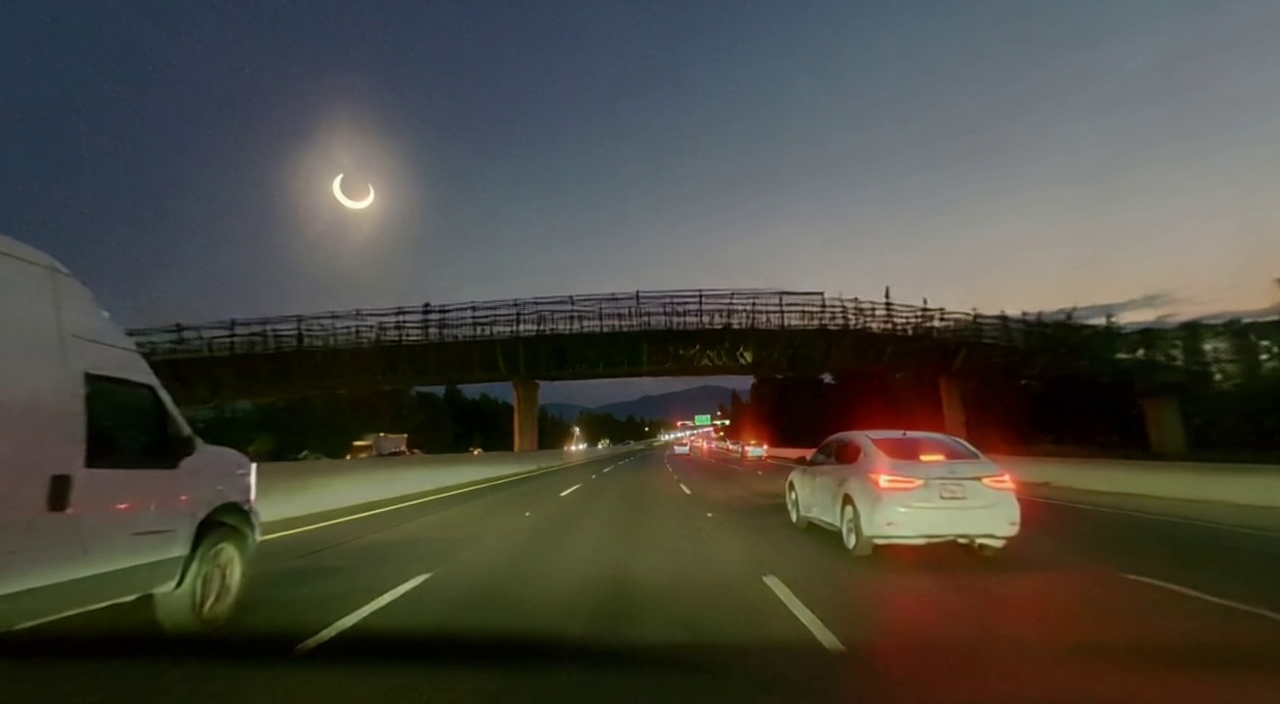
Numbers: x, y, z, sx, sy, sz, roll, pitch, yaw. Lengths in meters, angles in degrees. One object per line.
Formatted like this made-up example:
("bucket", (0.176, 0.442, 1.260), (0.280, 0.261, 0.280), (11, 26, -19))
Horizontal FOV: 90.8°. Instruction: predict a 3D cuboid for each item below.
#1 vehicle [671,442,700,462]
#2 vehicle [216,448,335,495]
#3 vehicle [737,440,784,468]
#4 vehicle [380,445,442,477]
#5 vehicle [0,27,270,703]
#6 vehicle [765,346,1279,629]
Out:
("vehicle", (3.506, 7.796, 49.203), (1.981, 1.471, 4.342), (-1, -9, 1))
("vehicle", (-14.794, 4.845, 26.015), (1.964, 1.745, 4.574), (-1, -9, 3))
("vehicle", (7.070, 6.053, 37.473), (1.989, 1.529, 4.375), (-1, -9, 0))
("vehicle", (-17.553, 8.337, 48.779), (2.339, 1.879, 5.755), (-5, -6, 3))
("vehicle", (-3.381, -0.004, 0.584), (2.369, 2.682, 6.088), (0, -9, 0))
("vehicle", (3.507, 1.407, 7.606), (2.693, 2.044, 5.882), (0, -9, -1))
